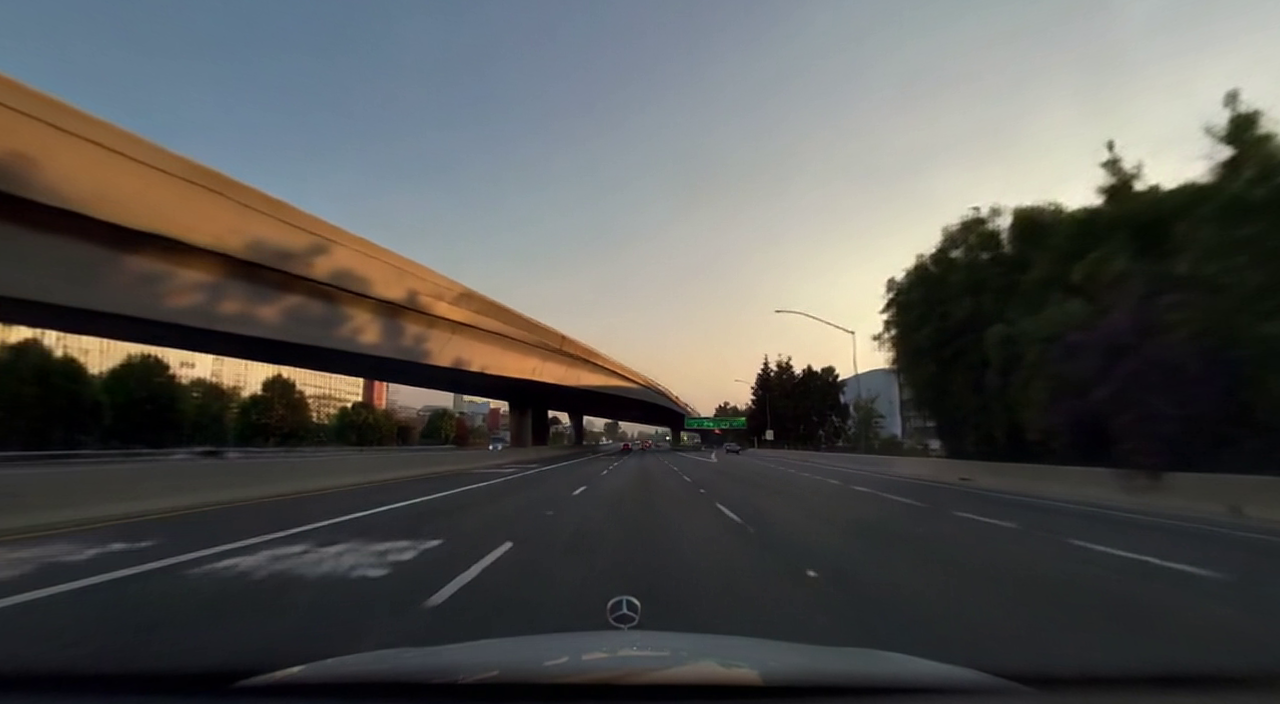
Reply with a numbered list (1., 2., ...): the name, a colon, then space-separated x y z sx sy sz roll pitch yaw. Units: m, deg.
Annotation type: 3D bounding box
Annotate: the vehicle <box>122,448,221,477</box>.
1. vehicle: -26.130 6.145 35.363 1.881 1.496 4.560 0 -9 3
